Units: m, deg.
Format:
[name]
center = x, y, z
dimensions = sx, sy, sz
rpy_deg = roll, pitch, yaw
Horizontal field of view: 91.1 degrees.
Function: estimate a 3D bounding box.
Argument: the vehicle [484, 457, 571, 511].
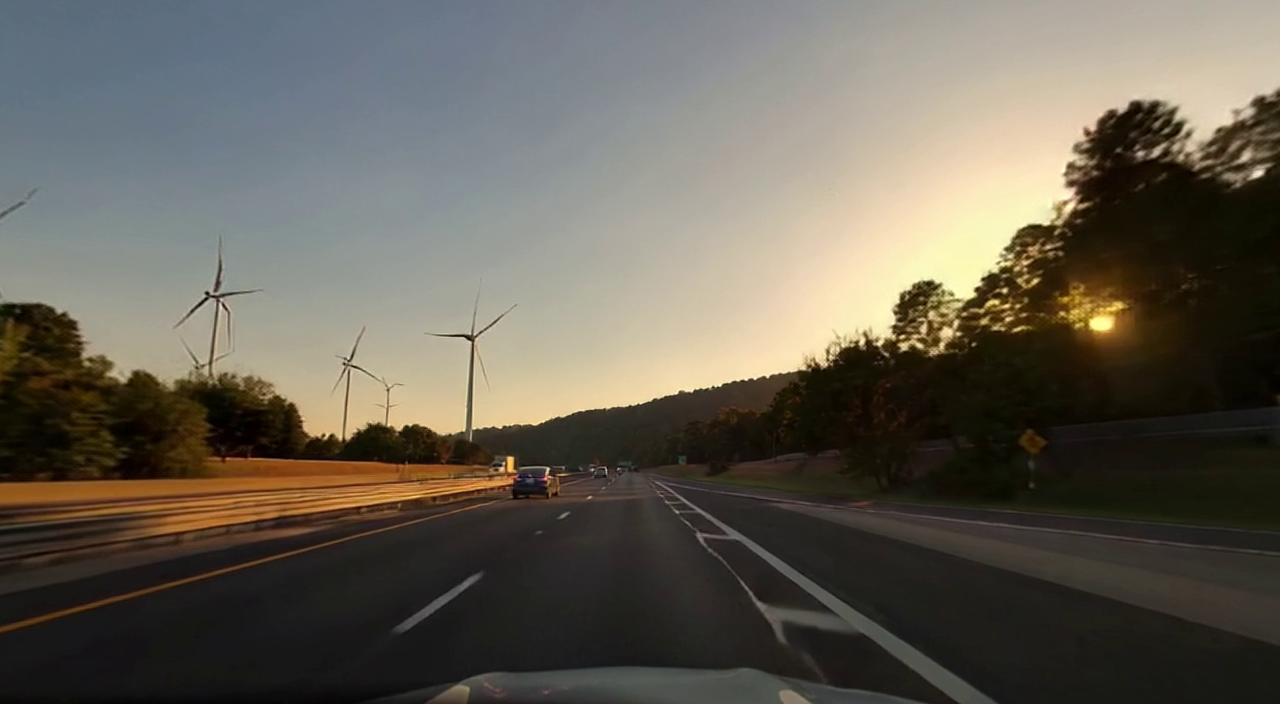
[vehicle]
center = -3.496, 4.227, 20.349
dimensions = 2.001, 1.486, 4.104
rpy_deg = 1, -10, 0
